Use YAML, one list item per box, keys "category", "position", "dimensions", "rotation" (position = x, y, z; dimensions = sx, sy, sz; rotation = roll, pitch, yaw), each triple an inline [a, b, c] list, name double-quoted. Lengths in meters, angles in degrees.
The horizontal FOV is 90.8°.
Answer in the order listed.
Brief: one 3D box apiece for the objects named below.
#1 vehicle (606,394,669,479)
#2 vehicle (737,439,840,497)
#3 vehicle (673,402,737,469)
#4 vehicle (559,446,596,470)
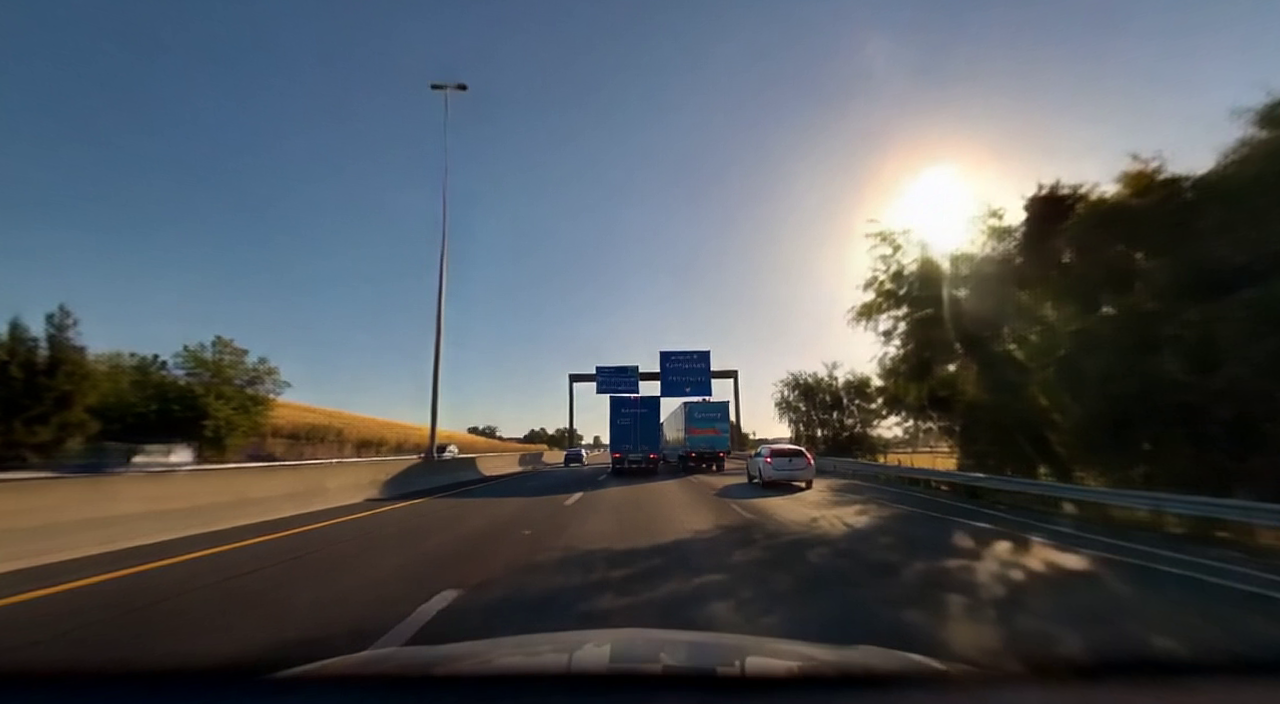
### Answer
- category: "vehicle"
  position: [-0.185, 4.540, 33.447]
  dimensions: [2.864, 3.805, 9.709]
  rotation: [0, -9, -1]
- category: "vehicle"
  position: [4.411, 3.529, 19.631]
  dimensions: [2.086, 1.530, 4.808]
  rotation: [0, -9, 1]
- category: "vehicle"
  position: [4.427, 6.313, 46.680]
  dimensions: [3.044, 4.128, 14.482]
  rotation: [0, -9, -1]
- category: "vehicle"
  position: [-4.109, 7.099, 42.418]
  dimensions: [2.067, 1.452, 4.085]
  rotation: [0, -9, 0]
